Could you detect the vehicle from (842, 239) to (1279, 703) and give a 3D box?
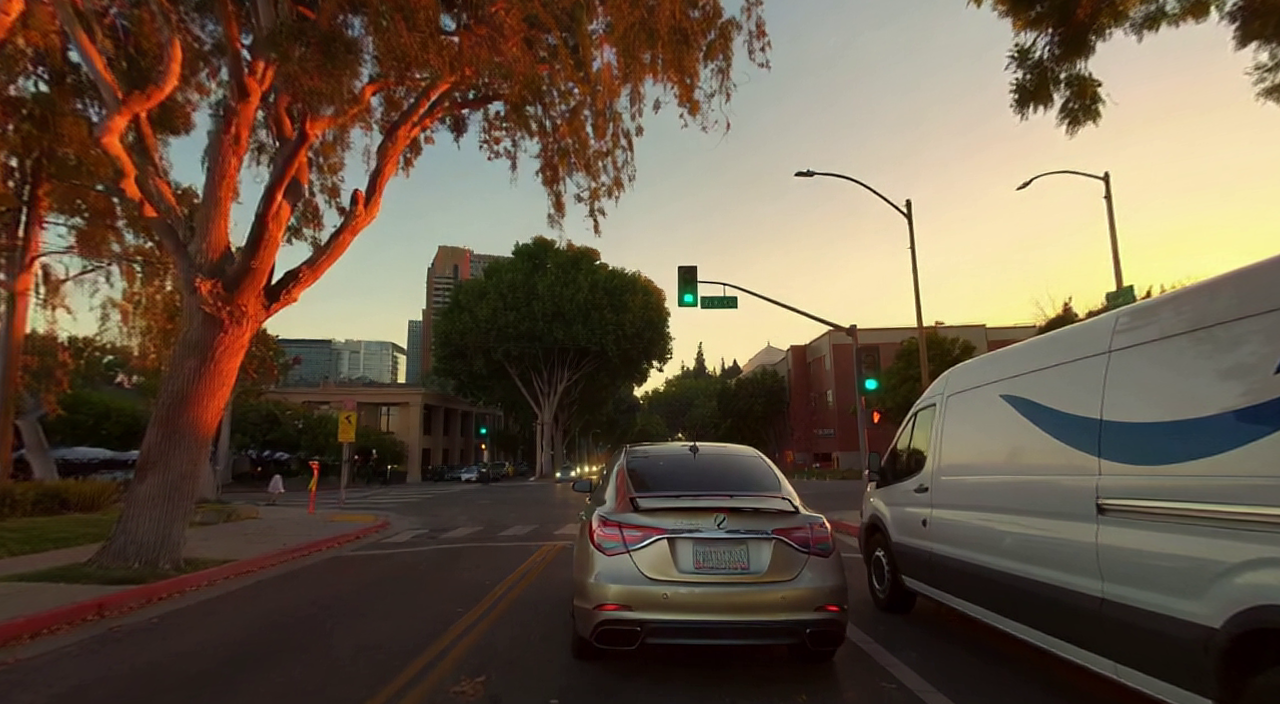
[{"bbox_3d":[2.849,0.886,2.891,2.054,1.965,5.248,1,-11,0],"label":"vehicle"}]

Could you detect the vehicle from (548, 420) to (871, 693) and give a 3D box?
[{"bbox_3d":[0.388,1.587,5.734,1.961,1.629,3.610,1,-11,-1],"label":"vehicle"}]
